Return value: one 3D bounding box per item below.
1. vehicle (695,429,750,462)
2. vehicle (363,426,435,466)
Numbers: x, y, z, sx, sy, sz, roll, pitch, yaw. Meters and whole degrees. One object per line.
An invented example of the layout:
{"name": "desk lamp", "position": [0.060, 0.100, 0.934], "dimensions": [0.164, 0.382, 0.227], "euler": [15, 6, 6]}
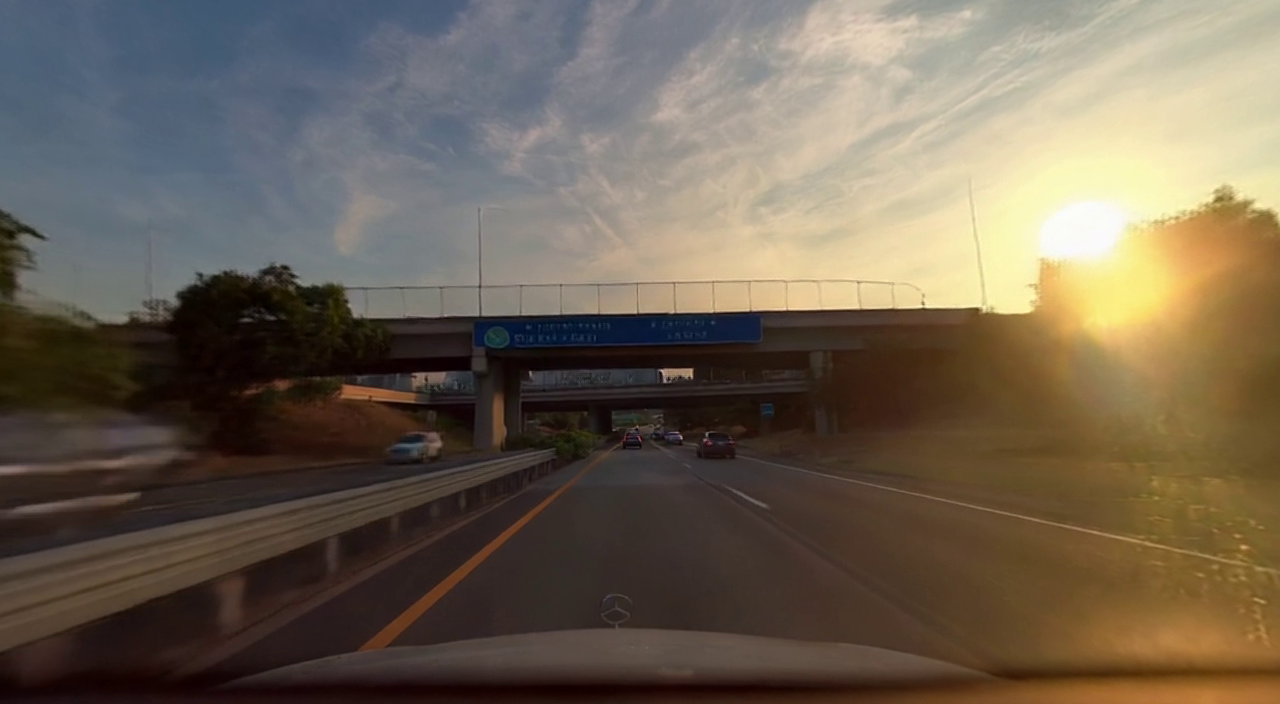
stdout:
{"name": "vehicle", "position": [4.023, 4.632, 31.436], "dimensions": [2.010, 1.526, 4.438], "euler": [0, -8, -2]}
{"name": "vehicle", "position": [-13.466, 5.292, 35.577], "dimensions": [2.209, 2.081, 4.772], "euler": [0, -8, -1]}
